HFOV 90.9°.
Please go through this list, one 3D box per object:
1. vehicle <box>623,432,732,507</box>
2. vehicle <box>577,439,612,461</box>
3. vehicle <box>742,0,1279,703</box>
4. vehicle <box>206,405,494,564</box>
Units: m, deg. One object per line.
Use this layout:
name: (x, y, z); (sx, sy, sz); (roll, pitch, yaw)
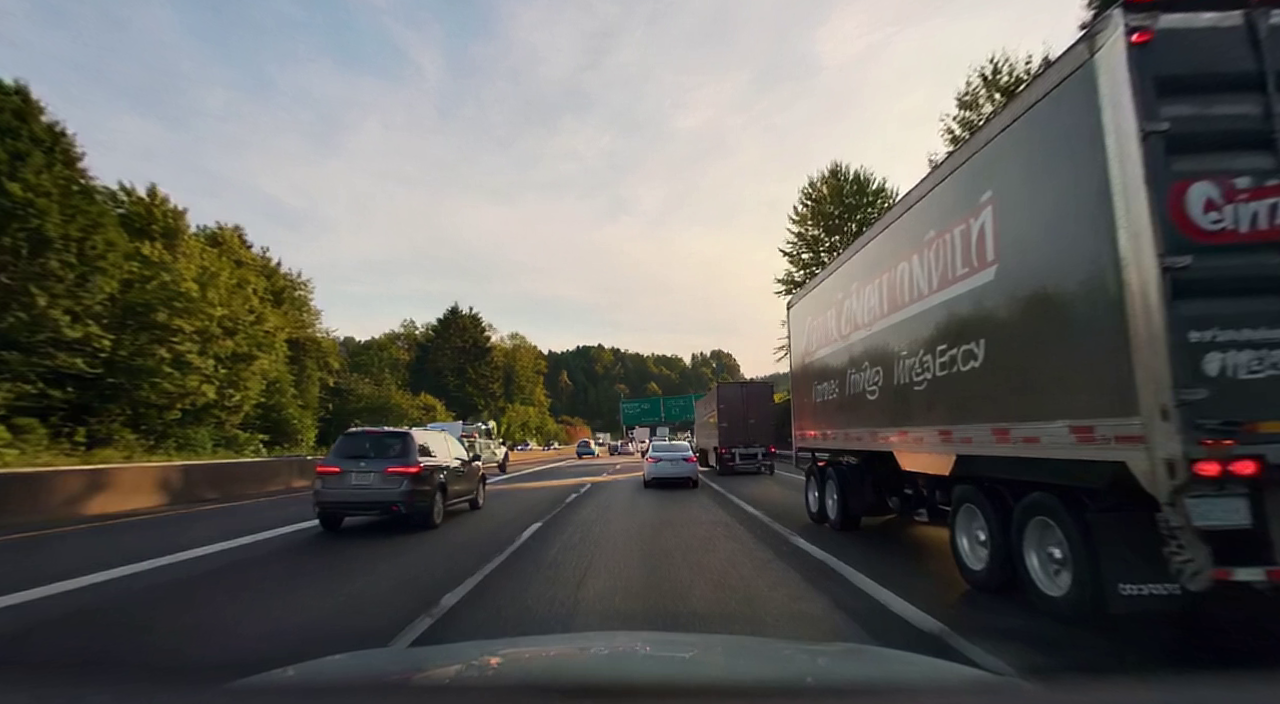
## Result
vehicle: (0.718, 2.662, 14.895); (2.200, 1.495, 4.282); (0, -8, -1)
vehicle: (-3.401, 7.408, 47.890); (2.181, 1.538, 4.169); (0, -8, 1)
vehicle: (4.543, 0.642, 10.866); (2.967, 4.347, 15.373); (0, -8, 0)
vehicle: (-3.709, 1.751, 9.202); (2.006, 1.729, 4.447); (0, -8, 1)
